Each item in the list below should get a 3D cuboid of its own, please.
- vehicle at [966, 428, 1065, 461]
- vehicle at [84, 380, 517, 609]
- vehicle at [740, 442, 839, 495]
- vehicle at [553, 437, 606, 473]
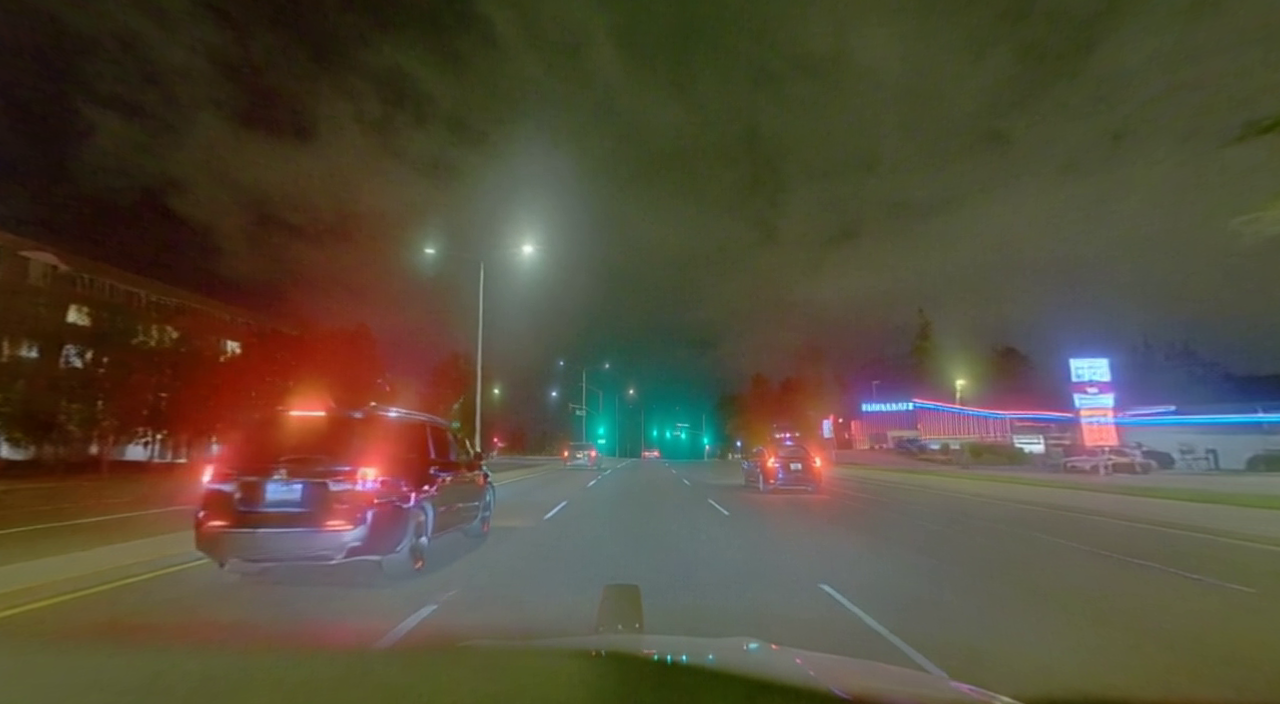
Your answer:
[{"bbox_3d":[27.799,6.923,47.242,2.943,2.298,7.374,0,-9,0],"label":"vehicle"},{"bbox_3d":[-3.320,1.570,7.969,2.450,1.866,5.416,0,-9,0],"label":"vehicle"},{"bbox_3d":[4.593,3.651,20.164,1.960,1.471,4.378,0,-9,-2],"label":"vehicle"},{"bbox_3d":[-3.227,5.659,34.821,2.305,1.833,4.912,0,-9,2],"label":"vehicle"}]
